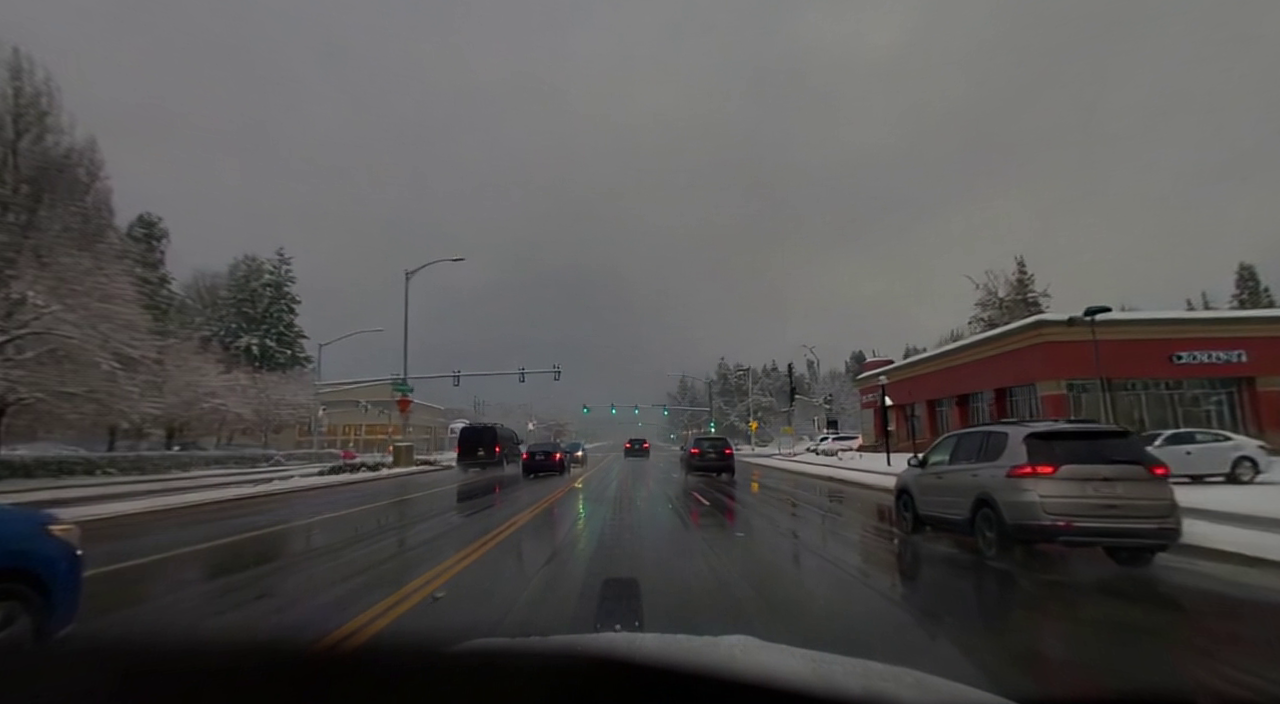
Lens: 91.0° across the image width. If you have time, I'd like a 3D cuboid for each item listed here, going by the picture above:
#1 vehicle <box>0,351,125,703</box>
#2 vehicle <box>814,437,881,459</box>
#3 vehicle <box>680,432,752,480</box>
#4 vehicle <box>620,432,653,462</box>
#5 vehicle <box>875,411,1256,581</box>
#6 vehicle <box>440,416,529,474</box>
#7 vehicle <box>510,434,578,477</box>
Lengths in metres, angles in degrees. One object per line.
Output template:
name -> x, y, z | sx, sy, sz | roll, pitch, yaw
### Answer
vehicle -> -4.053, 0.646, 1.481 | 2.038, 1.748, 4.303 | 0, -9, -1
vehicle -> 15.154, 7.029, 46.063 | 4.149, 1.524, 1.993 | 0, -9, -1
vehicle -> 2.989, 4.249, 25.919 | 2.167, 1.792, 4.835 | 1, -9, -2
vehicle -> -0.308, 7.154, 47.367 | 2.299, 2.104, 5.207 | 0, -9, -2
vehicle -> 5.037, 1.756, 8.455 | 2.080, 1.661, 4.324 | 0, -9, 0
vehicle -> -7.577, 4.687, 31.574 | 2.863, 2.592, 6.410 | 0, -9, -1
vehicle -> -4.030, 4.470, 27.380 | 2.133, 1.677, 4.727 | 0, -9, 1
